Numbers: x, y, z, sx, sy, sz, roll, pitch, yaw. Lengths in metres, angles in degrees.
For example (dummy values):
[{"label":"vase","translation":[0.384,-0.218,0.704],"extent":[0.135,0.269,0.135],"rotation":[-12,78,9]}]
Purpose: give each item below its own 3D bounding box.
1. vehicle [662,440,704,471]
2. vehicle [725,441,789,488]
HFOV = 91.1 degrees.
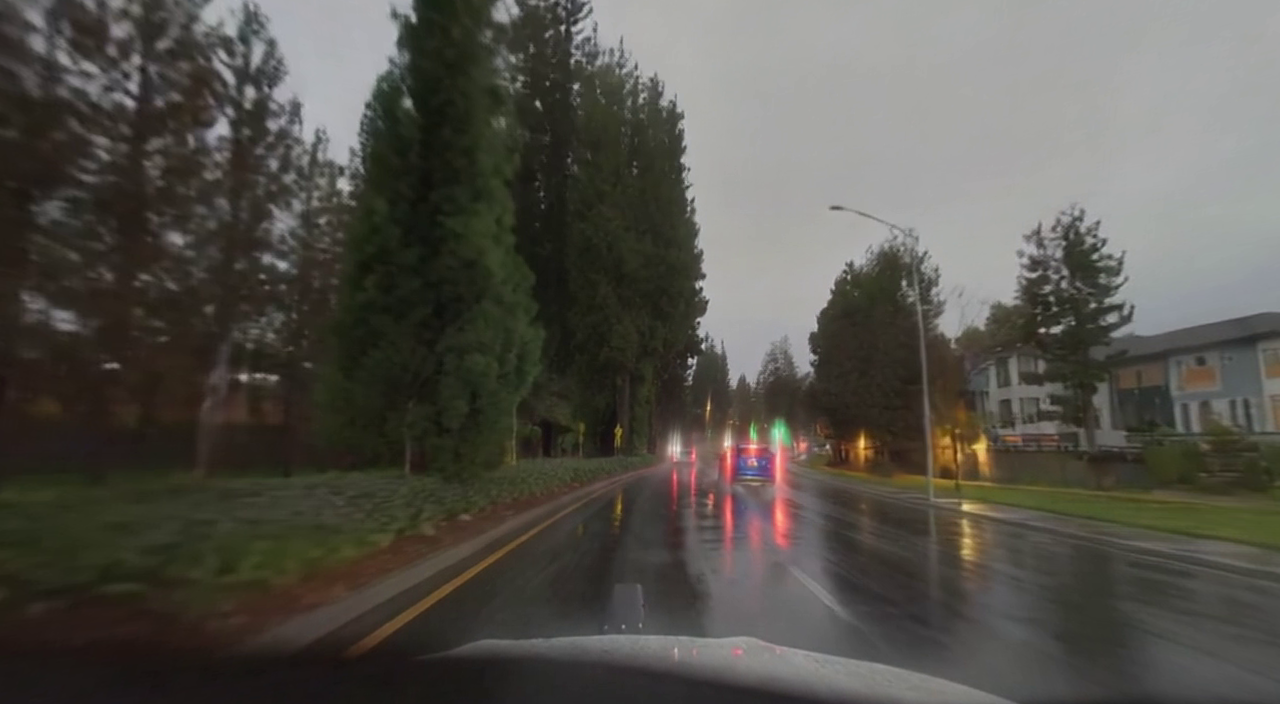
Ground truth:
[{"label":"vehicle","translation":[2.725,6.362,38.792],"extent":[2.251,1.822,4.391],"rotation":[-1,-9,8]},{"label":"vehicle","translation":[4.528,4.396,24.851],"extent":[1.971,1.663,4.287],"rotation":[-1,-8,4]}]
